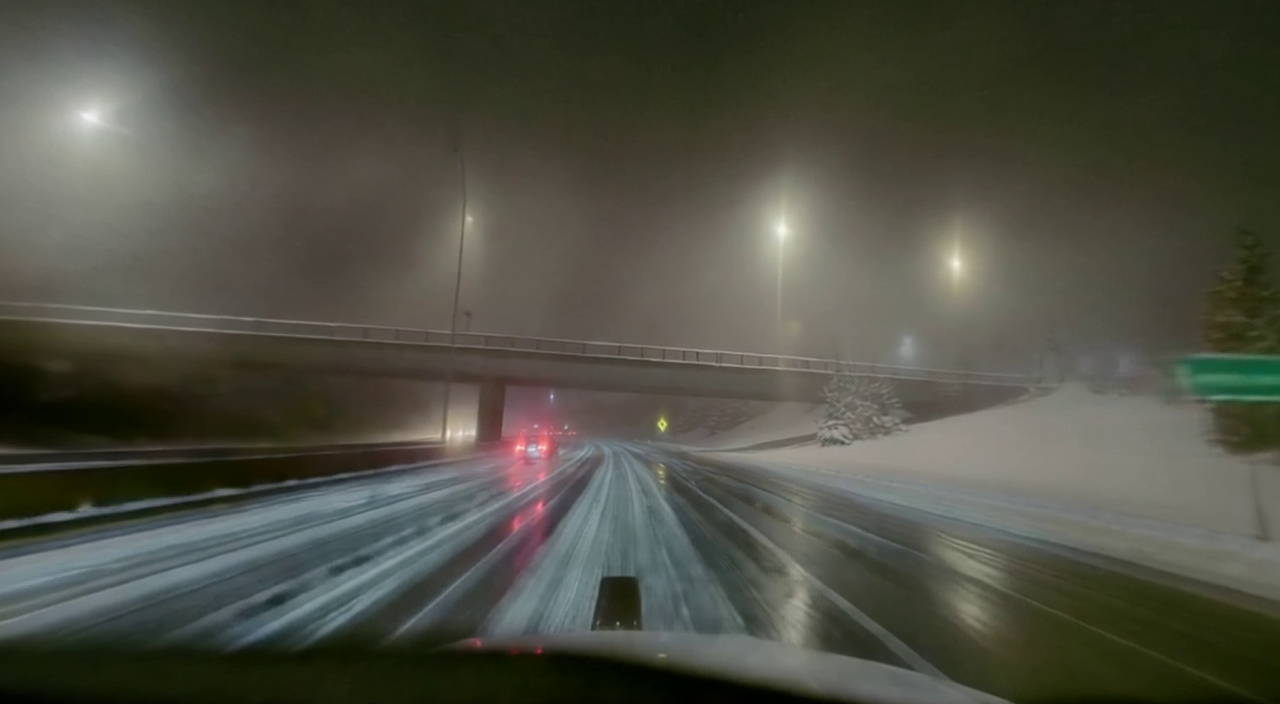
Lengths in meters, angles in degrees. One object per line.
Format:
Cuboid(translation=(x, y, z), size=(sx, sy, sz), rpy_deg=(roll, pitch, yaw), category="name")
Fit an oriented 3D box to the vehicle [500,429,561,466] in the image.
Cuboid(translation=(-5.087, 4.485, 29.906), size=(2.123, 1.601, 4.887), rpy_deg=(0, -8, -1), category="vehicle")
